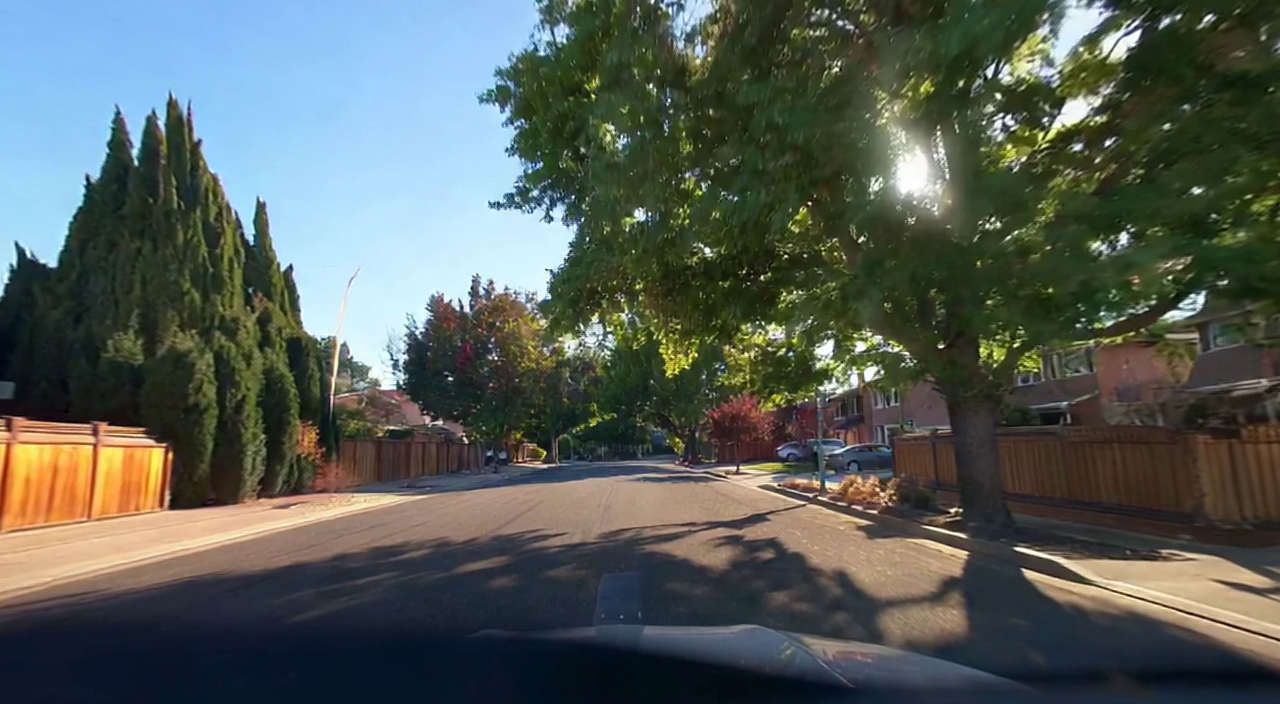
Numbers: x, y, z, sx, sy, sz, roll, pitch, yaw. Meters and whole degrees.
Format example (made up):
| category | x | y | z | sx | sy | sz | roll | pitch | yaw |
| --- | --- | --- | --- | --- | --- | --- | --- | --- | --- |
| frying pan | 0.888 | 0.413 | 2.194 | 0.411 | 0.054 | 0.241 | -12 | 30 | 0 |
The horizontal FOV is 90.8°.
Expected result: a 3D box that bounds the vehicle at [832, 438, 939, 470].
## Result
| category | x | y | z | sx | sy | sz | roll | pitch | yaw |
| --- | --- | --- | --- | --- | --- | --- | --- | --- | --- |
| vehicle | 11.787 | 4.928 | 30.600 | 4.415 | 1.457 | 1.797 | 0 | -9 | 1 |
